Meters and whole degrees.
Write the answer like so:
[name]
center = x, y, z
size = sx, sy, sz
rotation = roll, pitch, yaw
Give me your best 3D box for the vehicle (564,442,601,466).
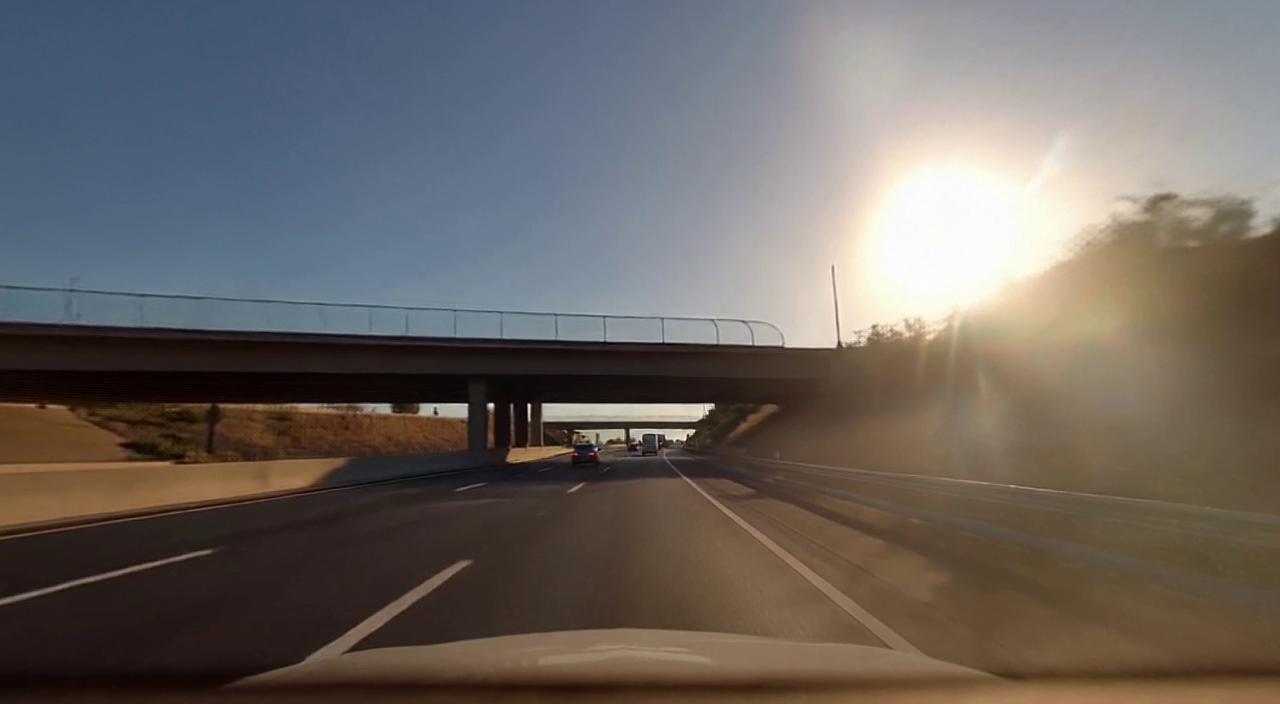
[vehicle]
center = -3.928, 7.077, 43.691
size = 1.961, 1.540, 4.487
rotation = -1, -9, 2
